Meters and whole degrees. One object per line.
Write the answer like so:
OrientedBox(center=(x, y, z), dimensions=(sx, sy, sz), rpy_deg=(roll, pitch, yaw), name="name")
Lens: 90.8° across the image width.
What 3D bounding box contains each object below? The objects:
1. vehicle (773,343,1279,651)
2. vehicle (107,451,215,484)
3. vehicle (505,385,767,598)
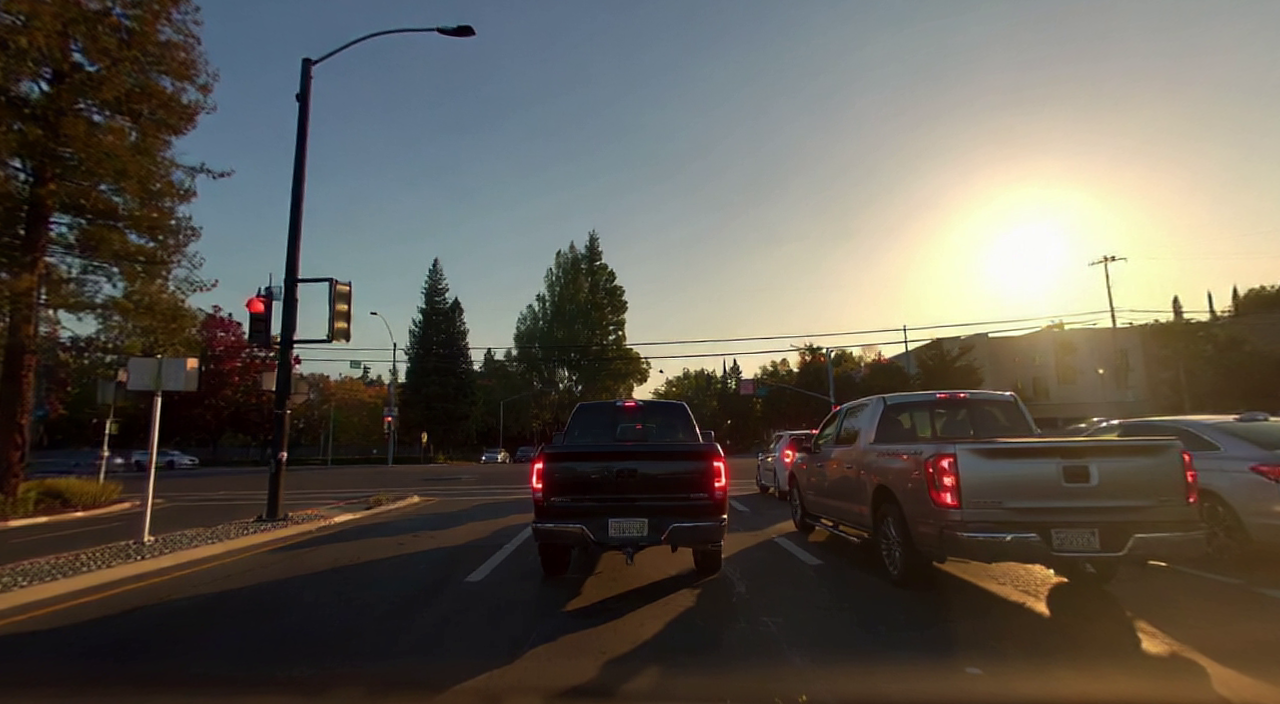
OrientedBox(center=(3.323, 1.329, 6.927), dimensions=(2.412, 1.953, 5.682), rpy_deg=(0, -9, -1), name="vehicle")
OrientedBox(center=(-26.385, 6.326, 35.008), dimensions=(4.437, 1.669, 1.936), rpy_deg=(5, -10, -30), name="vehicle")
OrientedBox(center=(-0.061, 1.567, 8.000), dimensions=(2.240, 1.821, 5.001), rpy_deg=(0, -9, -1), name="vehicle")
